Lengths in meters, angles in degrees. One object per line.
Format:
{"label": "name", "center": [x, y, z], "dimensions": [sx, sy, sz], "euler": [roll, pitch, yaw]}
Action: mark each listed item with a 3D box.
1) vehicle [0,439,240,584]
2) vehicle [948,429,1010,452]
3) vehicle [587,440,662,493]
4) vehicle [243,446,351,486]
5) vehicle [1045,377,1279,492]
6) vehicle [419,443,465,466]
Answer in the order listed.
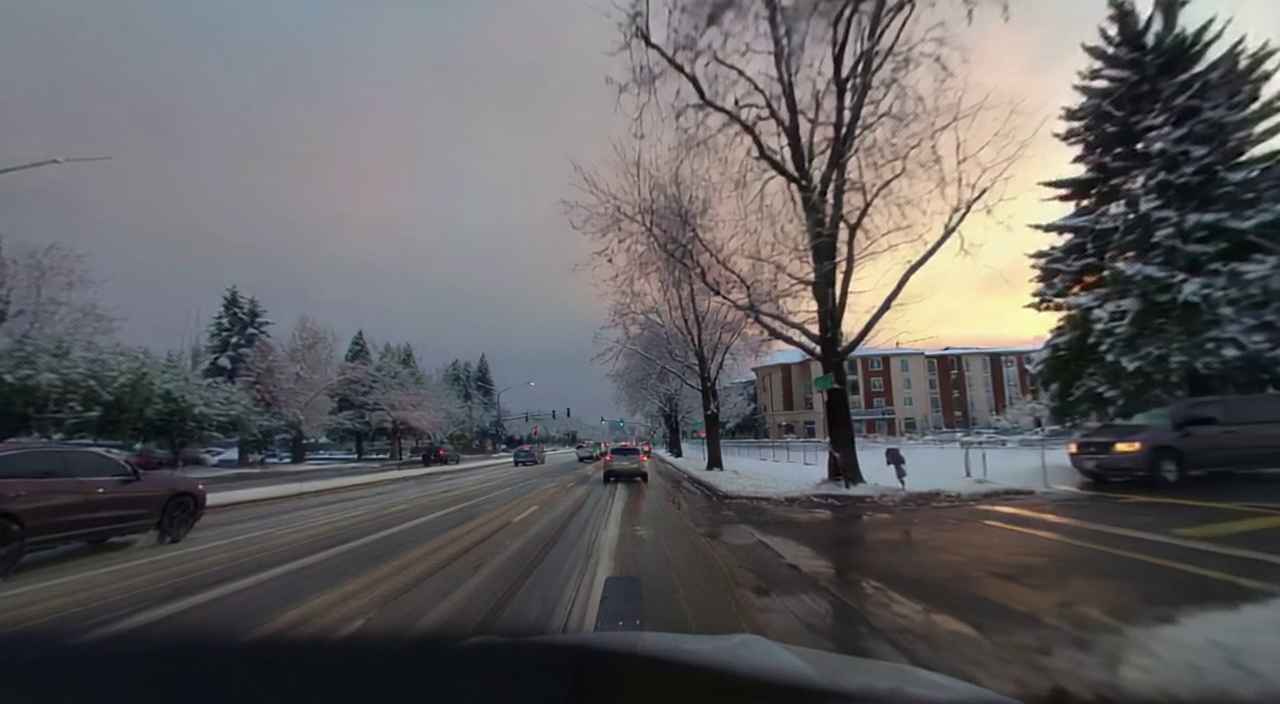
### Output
{"label": "vehicle", "center": [-7.471, 1.848, 7.931], "dimensions": [1.906, 1.449, 4.576], "euler": [0, -9, -1]}
{"label": "vehicle", "center": [24.783, 6.479, 46.246], "dimensions": [3.437, 1.408, 1.759], "euler": [-4, -9, -5]}
{"label": "vehicle", "center": [-0.484, 3.570, 20.015], "dimensions": [2.099, 1.469, 4.389], "euler": [0, -9, -1]}
{"label": "vehicle", "center": [-13.971, 4.650, 26.091], "dimensions": [2.024, 1.484, 4.592], "euler": [1, -9, -2]}
{"label": "vehicle", "center": [12.576, 1.717, 14.021], "dimensions": [5.253, 2.014, 2.666], "euler": [-4, -8, -5]}
{"label": "vehicle", "center": [-14.996, 7.782, 48.062], "dimensions": [2.064, 1.686, 4.380], "euler": [0, -9, 0]}
